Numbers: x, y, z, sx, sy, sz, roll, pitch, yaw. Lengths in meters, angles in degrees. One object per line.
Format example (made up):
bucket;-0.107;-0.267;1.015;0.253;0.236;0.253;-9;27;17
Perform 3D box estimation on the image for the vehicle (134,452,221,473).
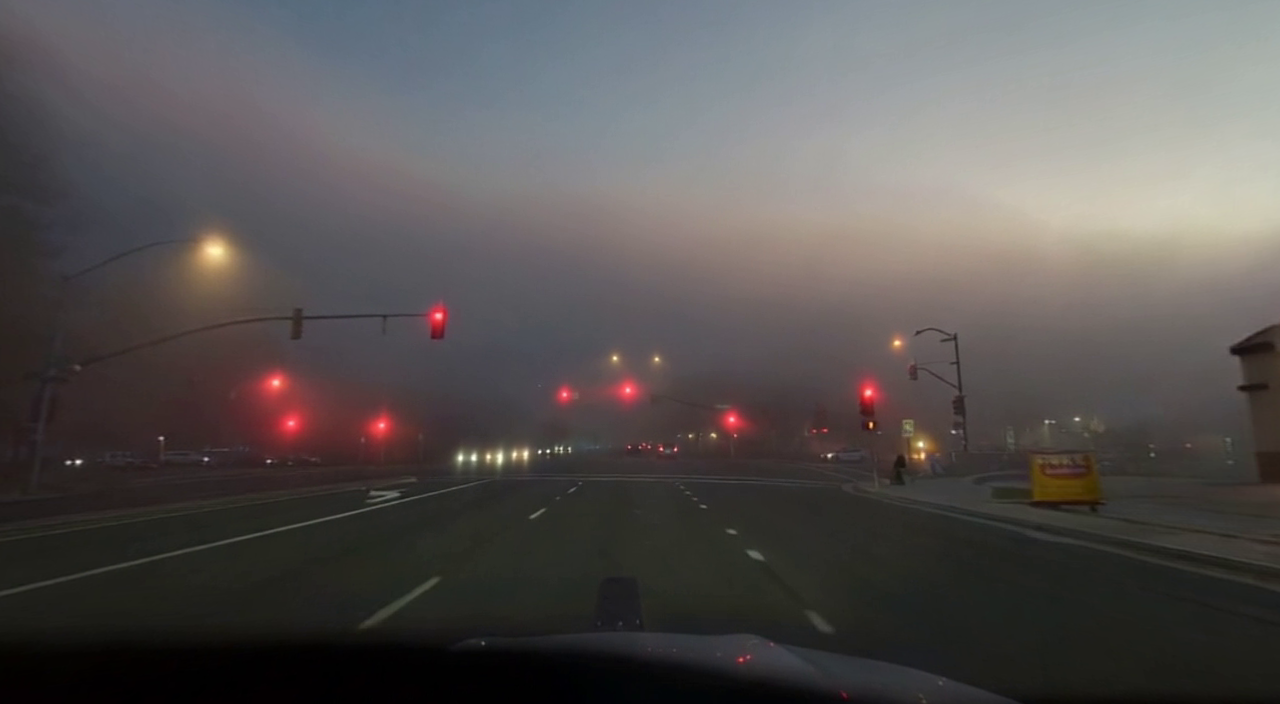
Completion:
vehicle;-33.380;7.955;45.674;4.758;1.462;1.932;0;-9;2
